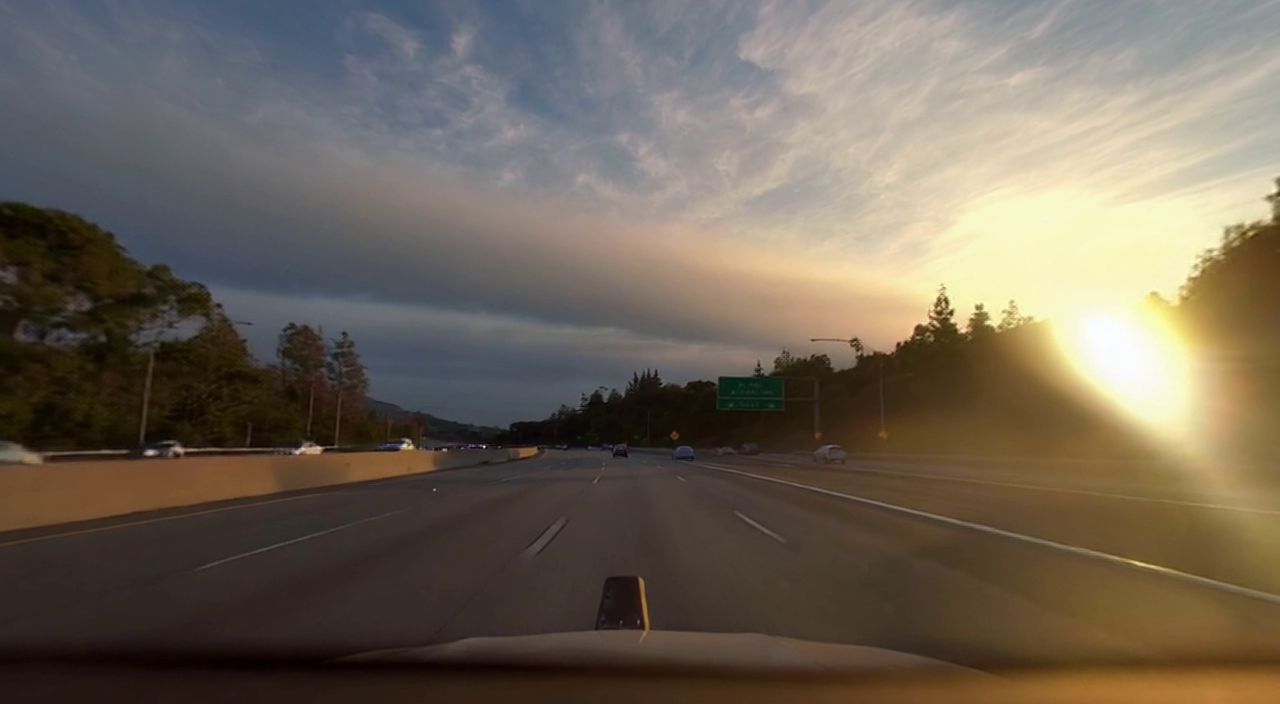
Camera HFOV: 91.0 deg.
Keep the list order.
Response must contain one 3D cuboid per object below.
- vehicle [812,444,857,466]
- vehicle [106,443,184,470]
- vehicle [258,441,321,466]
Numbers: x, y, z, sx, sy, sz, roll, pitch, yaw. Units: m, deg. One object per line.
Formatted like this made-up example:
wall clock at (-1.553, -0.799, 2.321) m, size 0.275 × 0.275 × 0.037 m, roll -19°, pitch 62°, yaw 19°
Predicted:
vehicle at (14.914, 7.954, 48.587) m, size 1.955 × 1.607 × 4.232 m, roll 1°, pitch -9°, yaw -2°
vehicle at (-32.946, 6.970, 42.077) m, size 1.862 × 1.643 × 4.426 m, roll 1°, pitch -9°, yaw -5°
vehicle at (-25.400, 7.380, 45.828) m, size 1.947 × 1.673 × 4.711 m, roll 1°, pitch -9°, yaw -2°
